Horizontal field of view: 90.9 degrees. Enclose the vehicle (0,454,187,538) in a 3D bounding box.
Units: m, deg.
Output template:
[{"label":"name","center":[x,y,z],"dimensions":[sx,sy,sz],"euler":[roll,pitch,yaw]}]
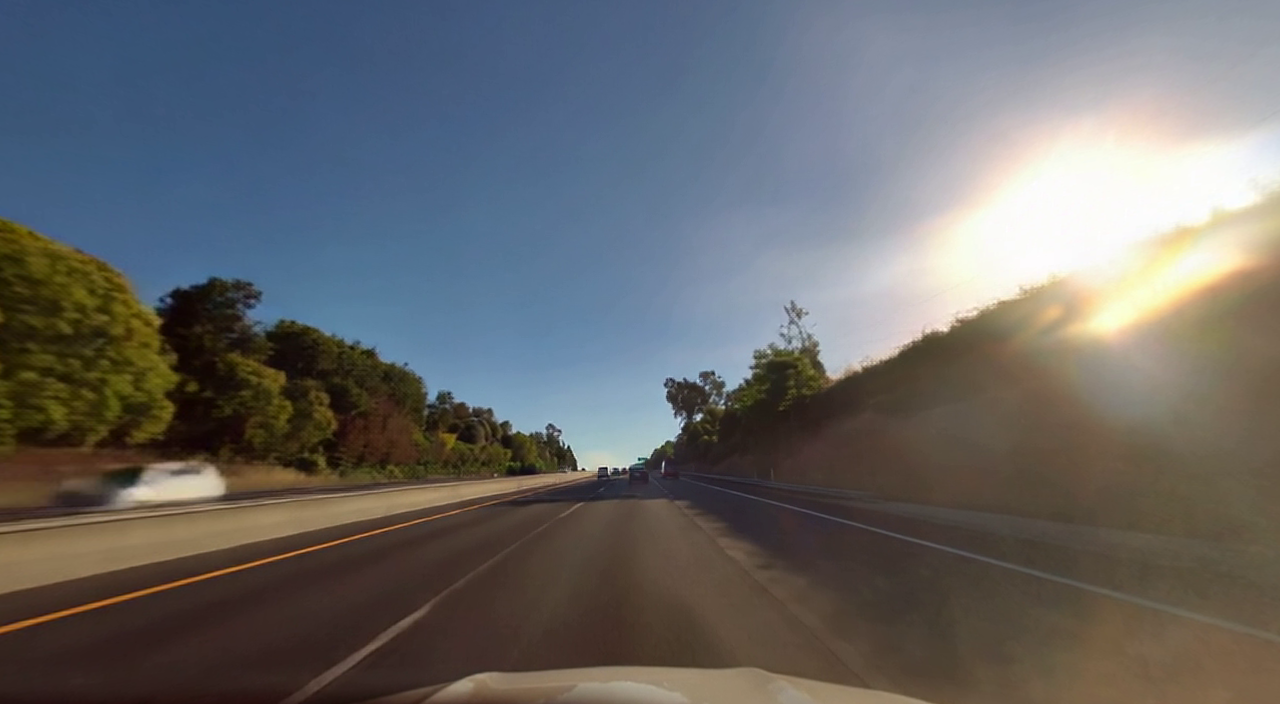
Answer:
[{"label":"vehicle","center":[-12.257,2.920,13.252],"dimensions":[1.885,1.461,4.779],"euler":[1,-10,0]}]
